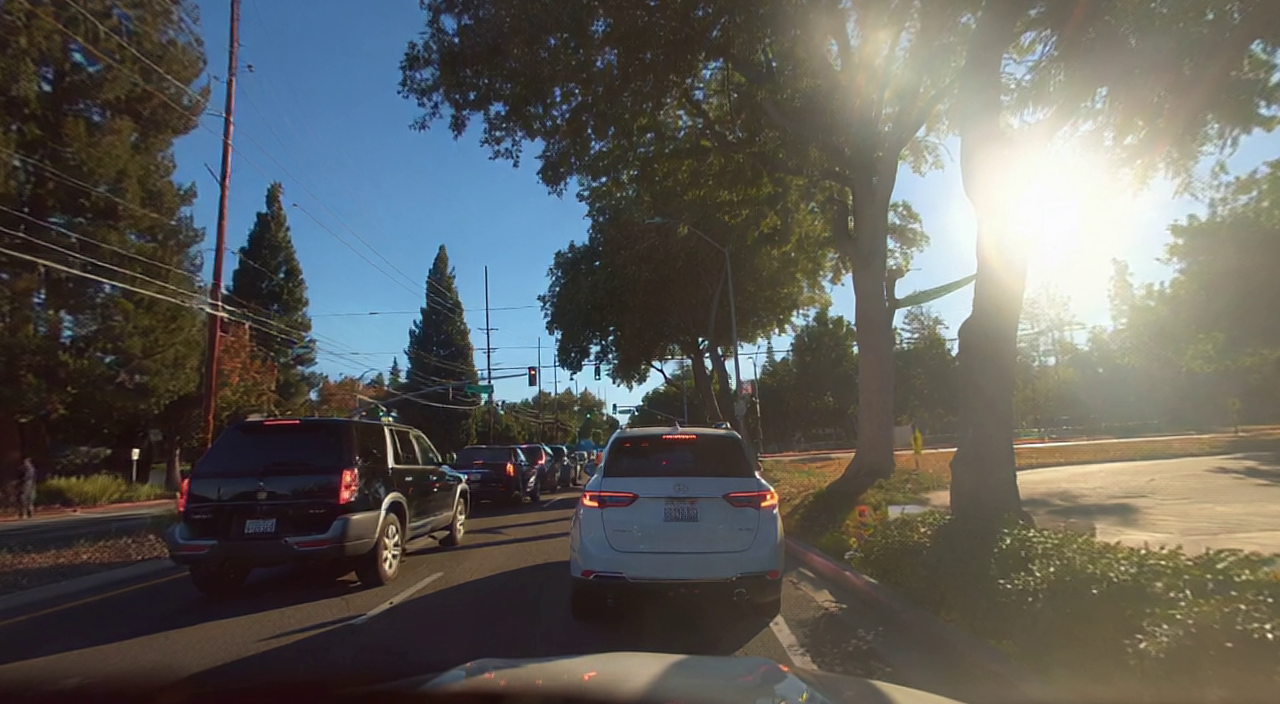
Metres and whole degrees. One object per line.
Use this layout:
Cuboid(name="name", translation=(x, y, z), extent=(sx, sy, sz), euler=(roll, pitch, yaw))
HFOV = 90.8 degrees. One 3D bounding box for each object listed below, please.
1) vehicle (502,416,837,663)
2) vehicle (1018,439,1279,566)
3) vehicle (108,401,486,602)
Cuboid(name="vehicle", translation=(0.113, 1.448, 5.954), extent=(2.056, 1.487, 4.003), euler=(0, -9, -2))
Cuboid(name="vehicle", translation=(8.378, 2.153, 9.933), extent=(1.993, 1.508, 4.521), euler=(0, -9, -1))
Cuboid(name="vehicle", translation=(-3.477, 1.607, 7.648), extent=(2.105, 1.706, 4.337), euler=(0, -9, 0))
